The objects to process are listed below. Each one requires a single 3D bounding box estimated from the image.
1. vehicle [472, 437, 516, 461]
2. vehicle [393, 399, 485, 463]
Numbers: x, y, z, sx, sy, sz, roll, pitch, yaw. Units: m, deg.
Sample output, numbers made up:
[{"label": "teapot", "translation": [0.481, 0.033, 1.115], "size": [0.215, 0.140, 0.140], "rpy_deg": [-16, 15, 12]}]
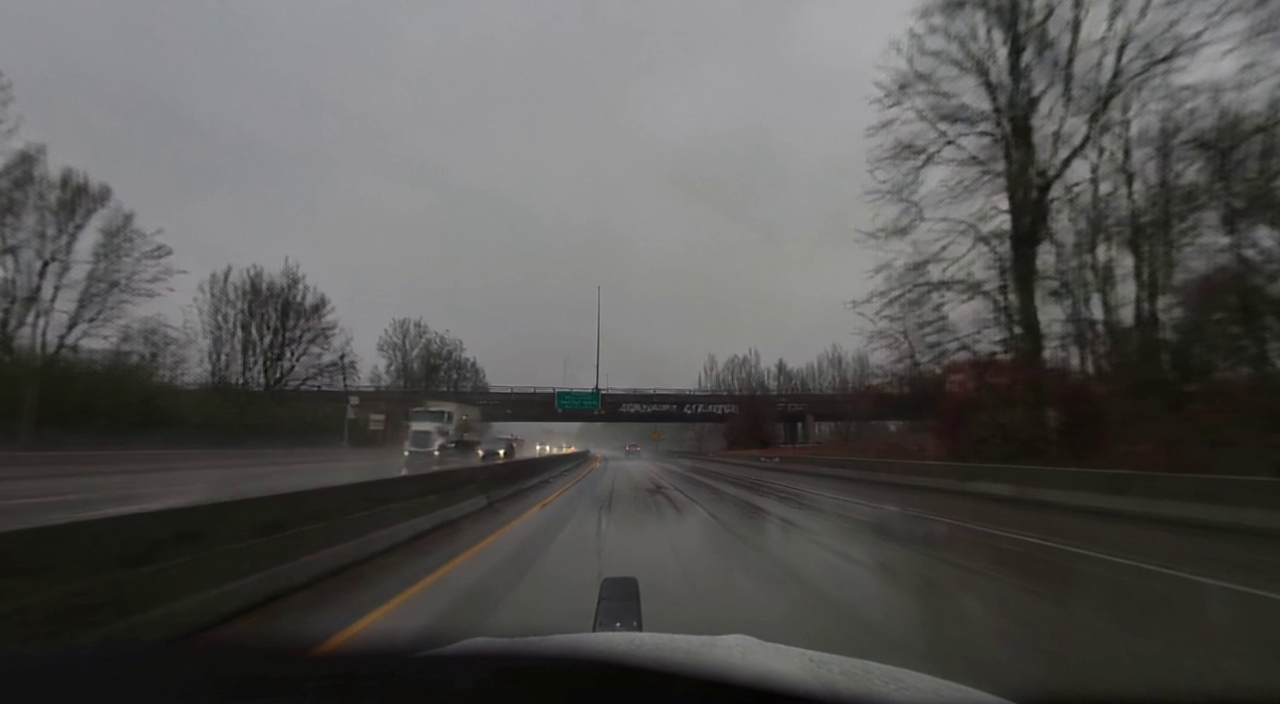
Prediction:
[{"label": "vehicle", "translation": [-10.293, 6.892, 44.477], "size": [2.046, 1.609, 4.642], "rpy_deg": [0, -9, -1]}, {"label": "vehicle", "translation": [-14.616, 6.138, 47.202], "size": [2.885, 4.088, 13.949], "rpy_deg": [0, -9, -3]}]
